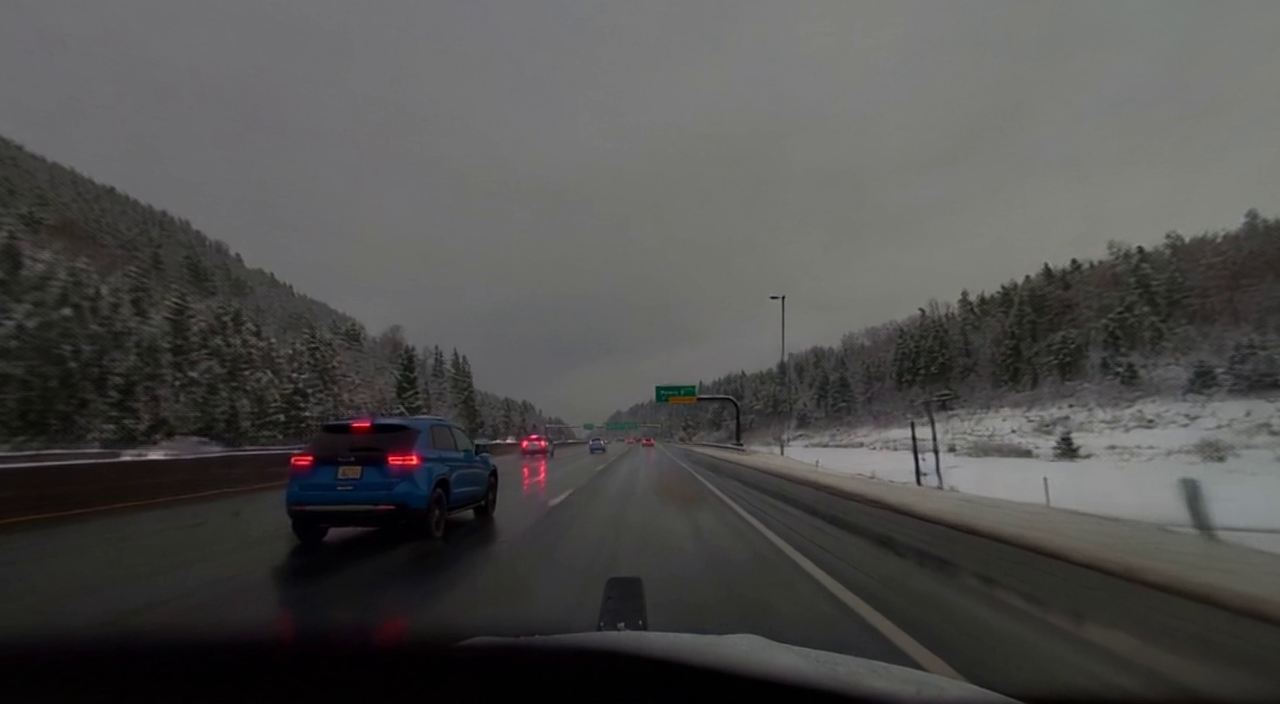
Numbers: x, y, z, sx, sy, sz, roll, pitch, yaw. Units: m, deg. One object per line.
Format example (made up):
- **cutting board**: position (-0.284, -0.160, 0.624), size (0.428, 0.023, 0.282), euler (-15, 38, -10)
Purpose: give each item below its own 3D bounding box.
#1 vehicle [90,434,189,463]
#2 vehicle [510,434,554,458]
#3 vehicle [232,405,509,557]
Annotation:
- **vehicle**: position (-28.440, 5.499, 36.067), size (1.901, 1.540, 4.517), euler (0, -8, 1)
- **vehicle**: position (-7.003, 6.159, 41.295), size (1.963, 1.476, 4.739), euler (0, -8, 2)
- **vehicle**: position (-3.546, 1.795, 9.469), size (2.138, 1.718, 4.415), euler (0, -8, 1)
